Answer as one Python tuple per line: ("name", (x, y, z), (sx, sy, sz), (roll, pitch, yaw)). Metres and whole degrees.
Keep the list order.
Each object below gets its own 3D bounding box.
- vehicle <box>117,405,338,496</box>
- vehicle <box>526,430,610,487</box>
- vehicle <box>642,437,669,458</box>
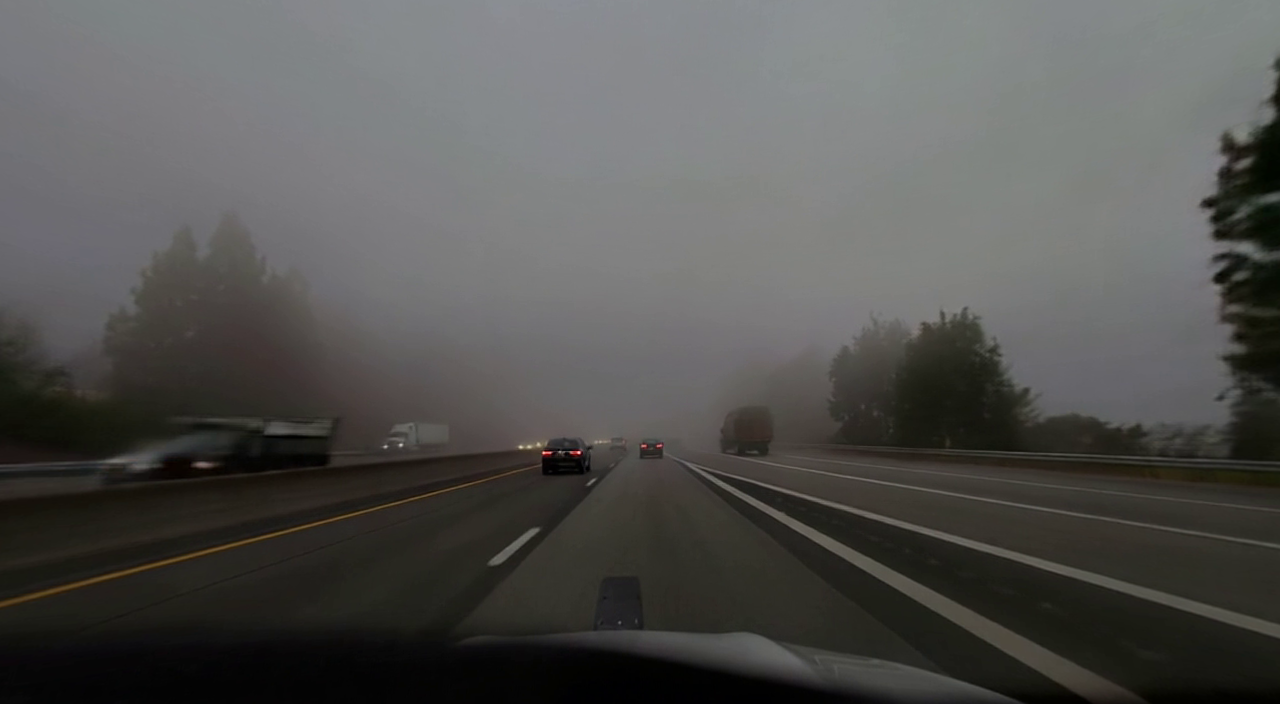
("vehicle", (-11.659, 2.852, 18.637), (2.310, 2.226, 6.079), (0, -8, 1))
("vehicle", (-2.211, 3.389, 20.492), (2.137, 1.618, 4.209), (0, -8, 1))
("vehicle", (1.171, 7.302, 48.341), (2.004, 1.465, 3.842), (0, -8, 1))
